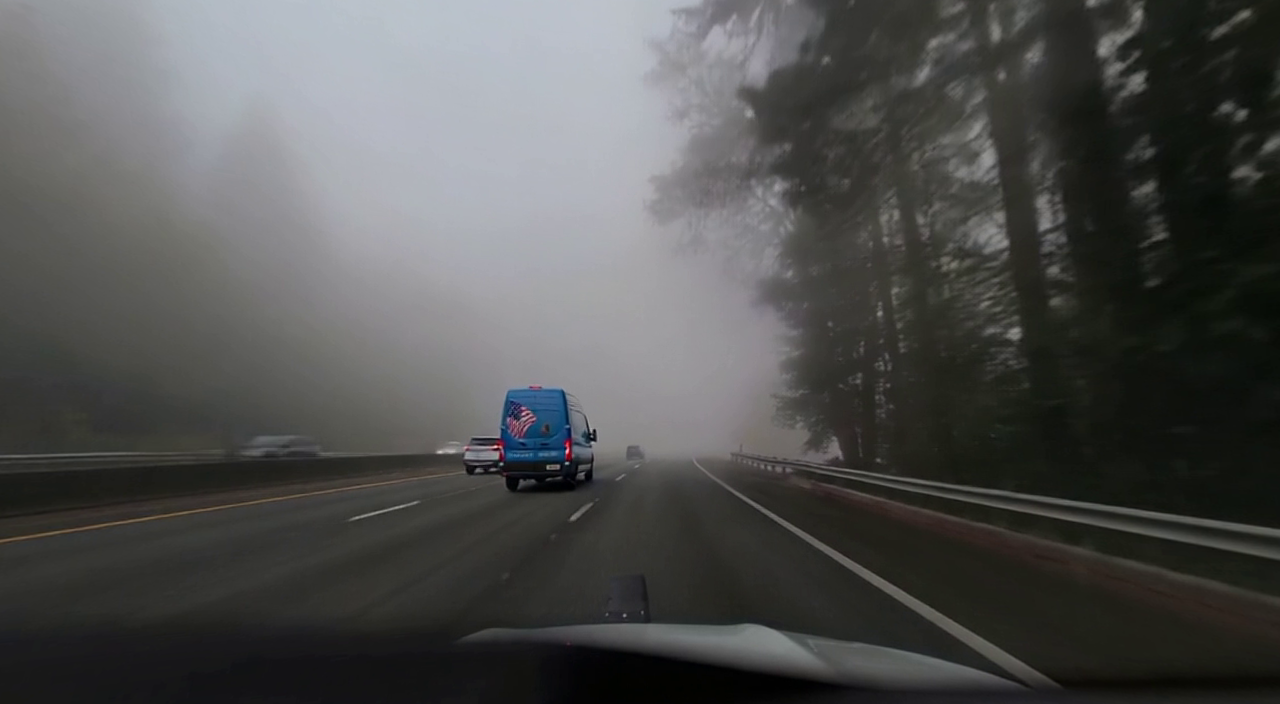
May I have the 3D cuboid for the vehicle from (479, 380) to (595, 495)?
[{"bbox_3d":[-2.819,2.572,18.860,2.319,2.883,5.632,0,-8,2],"label":"vehicle"}]

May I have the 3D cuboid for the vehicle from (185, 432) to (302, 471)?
[{"bbox_3d":[-20.016,5.067,32.232,2.319,1.830,5.373,-1,-9,3],"label":"vehicle"}]
